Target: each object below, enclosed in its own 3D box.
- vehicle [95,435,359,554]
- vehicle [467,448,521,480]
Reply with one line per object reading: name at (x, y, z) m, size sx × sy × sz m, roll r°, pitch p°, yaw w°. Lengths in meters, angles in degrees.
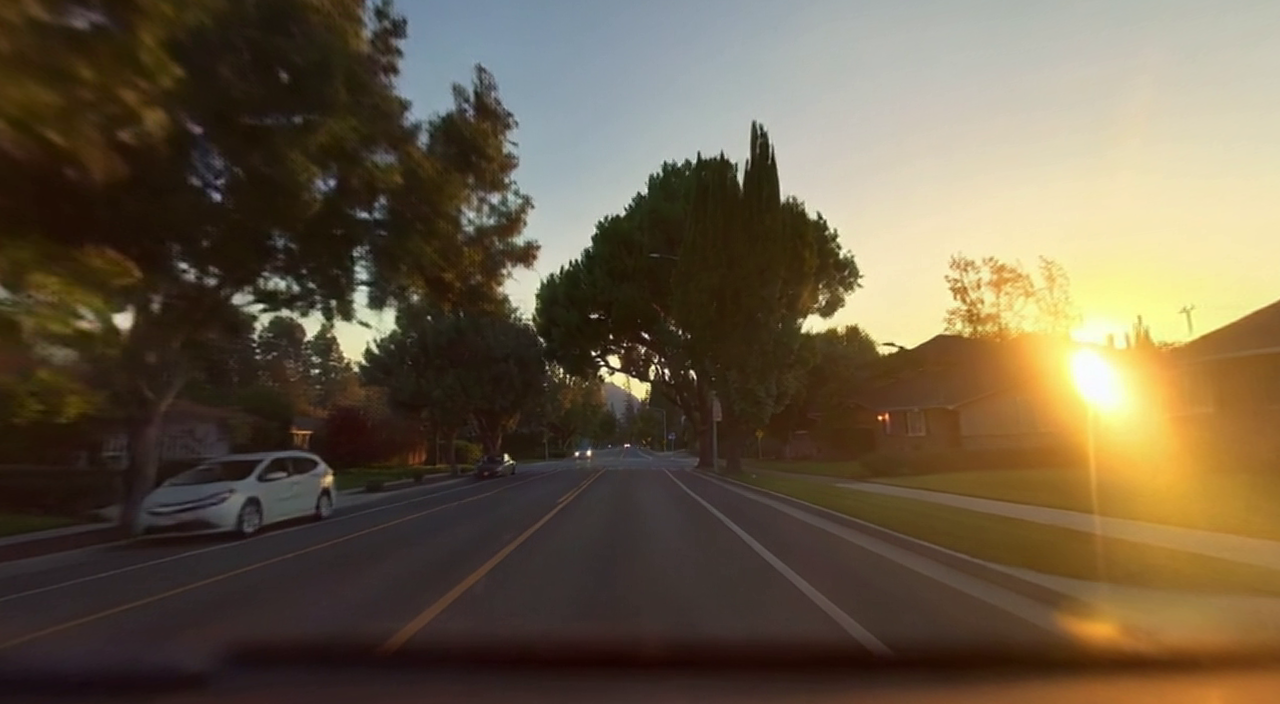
vehicle at (-7.795, 2.666, 12.685) m, size 2.122 × 1.739 × 4.770 m, roll -5°, pitch -8°, yaw 0°
vehicle at (-7.970, 6.109, 34.766) m, size 1.880 × 1.469 × 4.221 m, roll -5°, pitch -9°, yaw 1°
